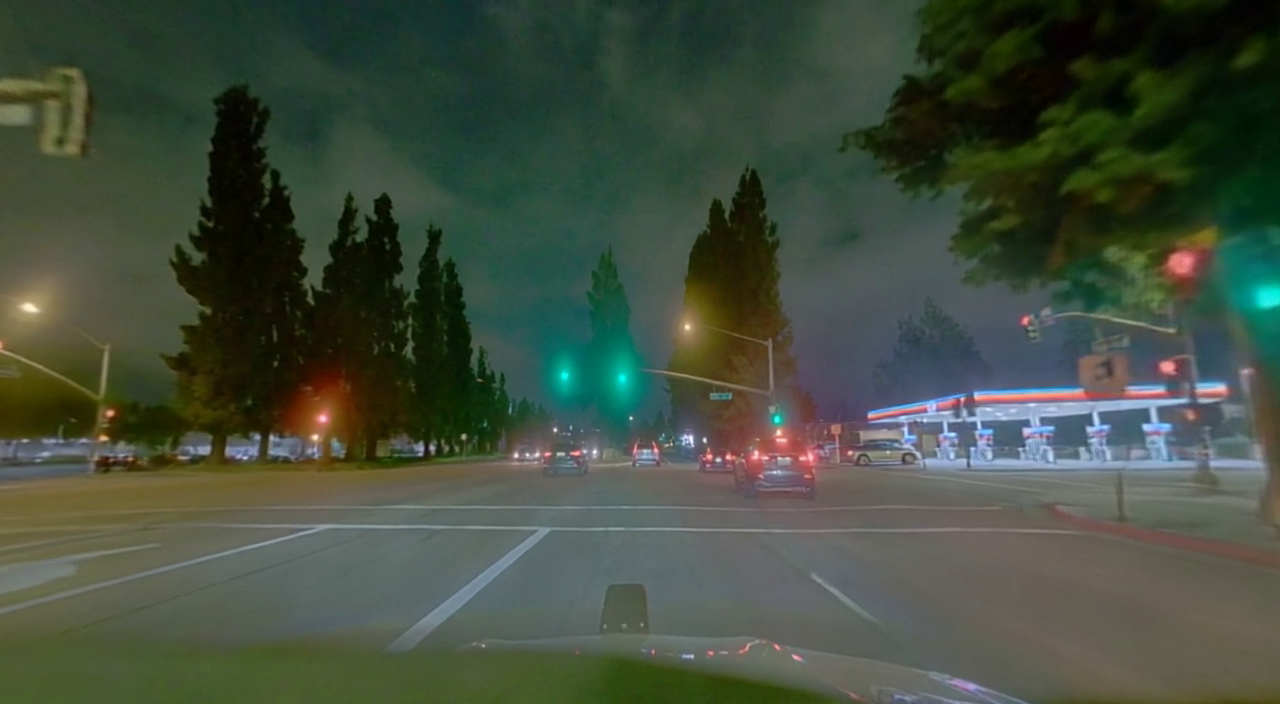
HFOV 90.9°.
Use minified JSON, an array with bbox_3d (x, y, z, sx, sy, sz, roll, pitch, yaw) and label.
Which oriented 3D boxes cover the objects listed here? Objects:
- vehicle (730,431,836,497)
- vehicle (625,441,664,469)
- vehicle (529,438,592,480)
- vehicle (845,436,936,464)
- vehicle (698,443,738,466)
[{"bbox_3d":[3.981,3.185,18.287,2.022,1.683,4.171,0,-8,-1],"label":"vehicle"},{"bbox_3d":[0.241,5.855,35.979,2.104,1.477,4.591,0,-8,0],"label":"vehicle"},{"bbox_3d":[-3.194,4.406,26.216,2.023,1.607,4.086,0,-8,1],"label":"vehicle"},{"bbox_3d":[18.538,7.268,46.792,5.585,1.866,2.607,-1,-9,-3],"label":"vehicle"},{"bbox_3d":[5.211,6.898,42.621,2.174,1.462,4.400,0,-8,1],"label":"vehicle"}]
